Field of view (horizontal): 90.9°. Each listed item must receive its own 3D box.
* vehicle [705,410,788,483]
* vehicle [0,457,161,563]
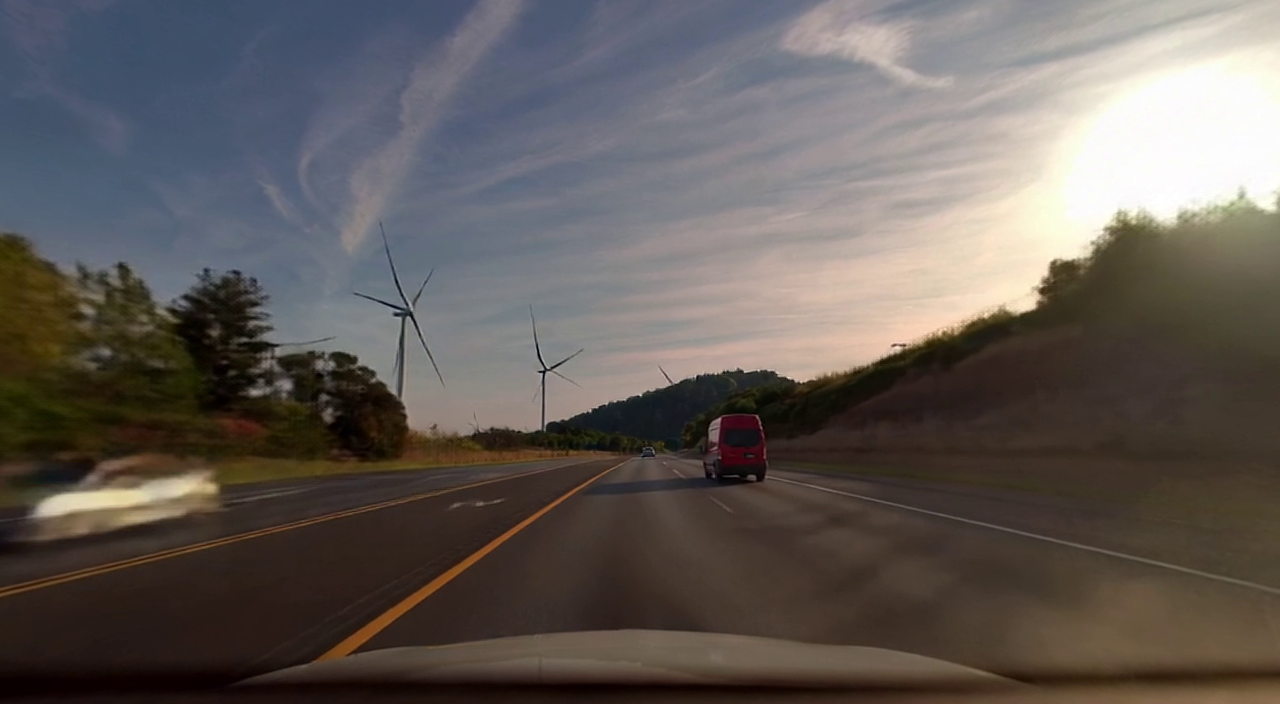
[{"bbox_3d":[4.342,4.013,26.777,2.437,2.735,5.507,0,-9,-1],"label":"vehicle"},{"bbox_3d":[-10.109,2.440,10.012,1.914,1.446,3.942,0,-9,-1],"label":"vehicle"}]
